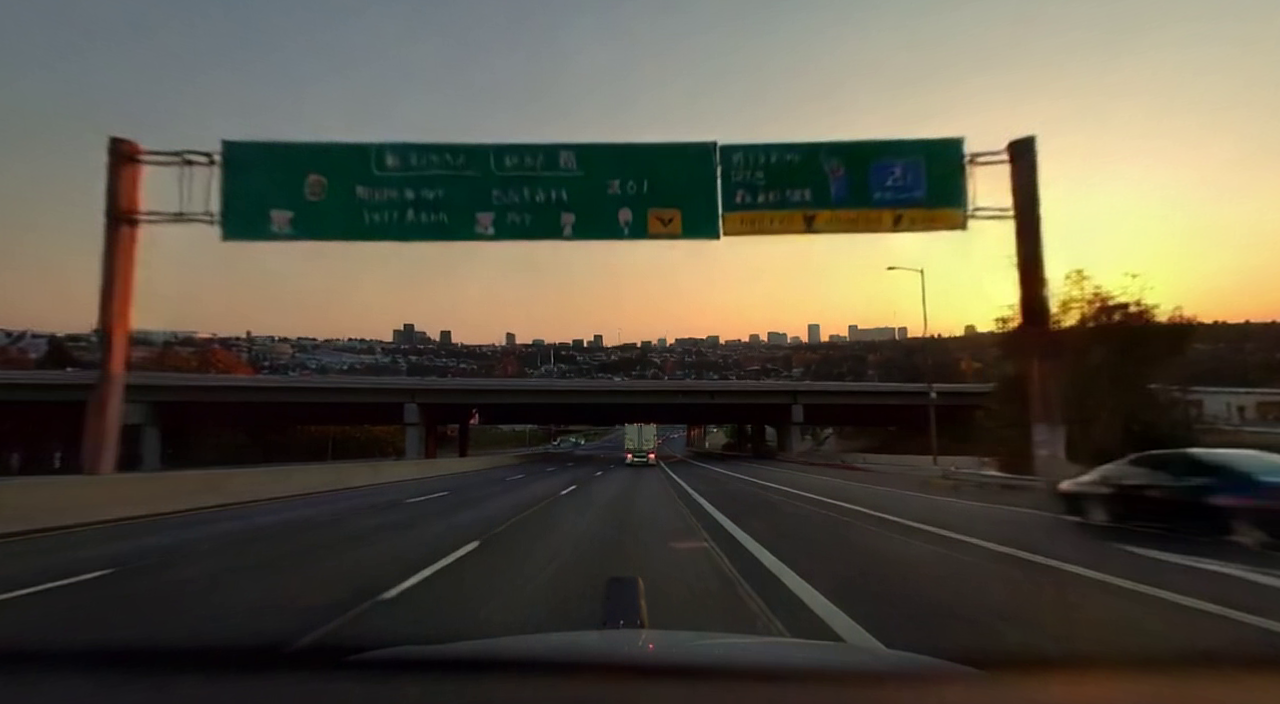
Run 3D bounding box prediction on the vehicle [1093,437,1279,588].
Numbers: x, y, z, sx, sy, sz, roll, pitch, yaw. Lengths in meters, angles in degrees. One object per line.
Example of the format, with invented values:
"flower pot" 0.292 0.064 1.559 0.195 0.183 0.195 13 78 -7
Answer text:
"vehicle" 7.257 1.720 7.072 1.660 1.497 3.594 0 -9 0
